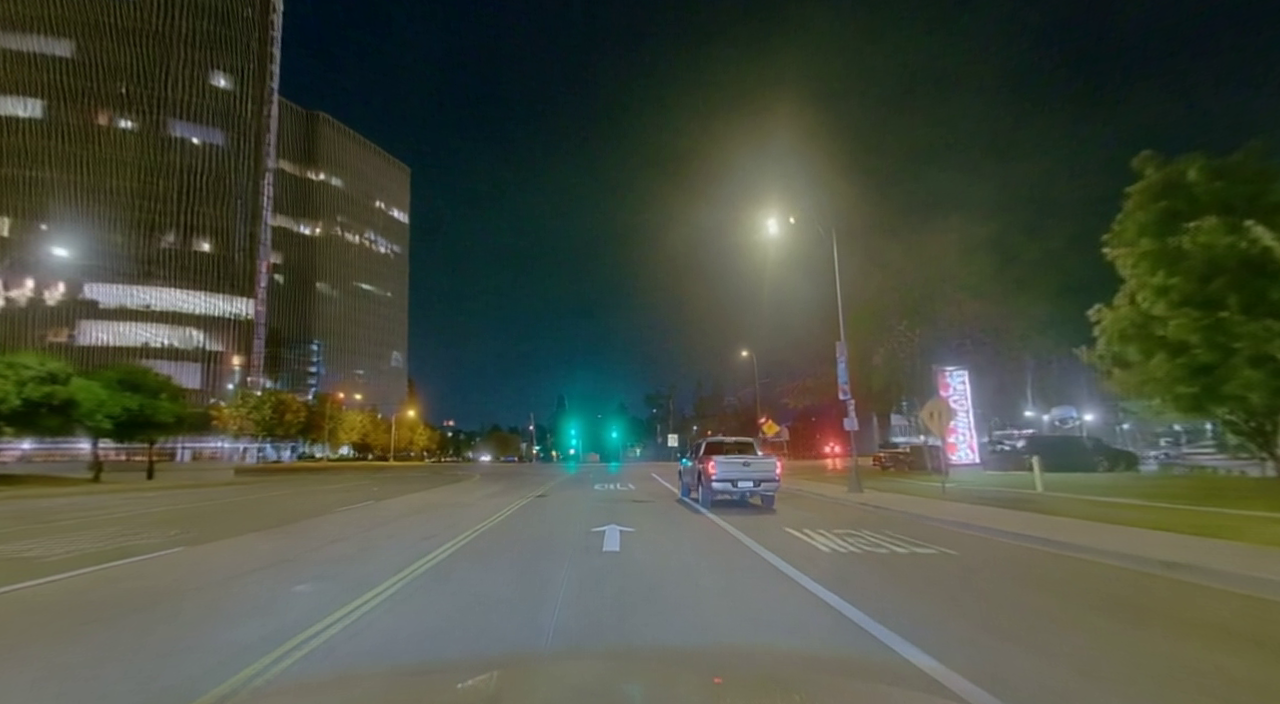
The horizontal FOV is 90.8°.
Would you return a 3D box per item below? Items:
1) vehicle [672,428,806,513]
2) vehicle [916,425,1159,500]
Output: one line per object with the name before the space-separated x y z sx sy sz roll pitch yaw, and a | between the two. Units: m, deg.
vehicle | 2.443 3.154 17.472 2.402 1.922 5.677 1 -8 -4
vehicle | 14.976 4.224 24.206 7.551 2.142 2.896 5 -10 -3
